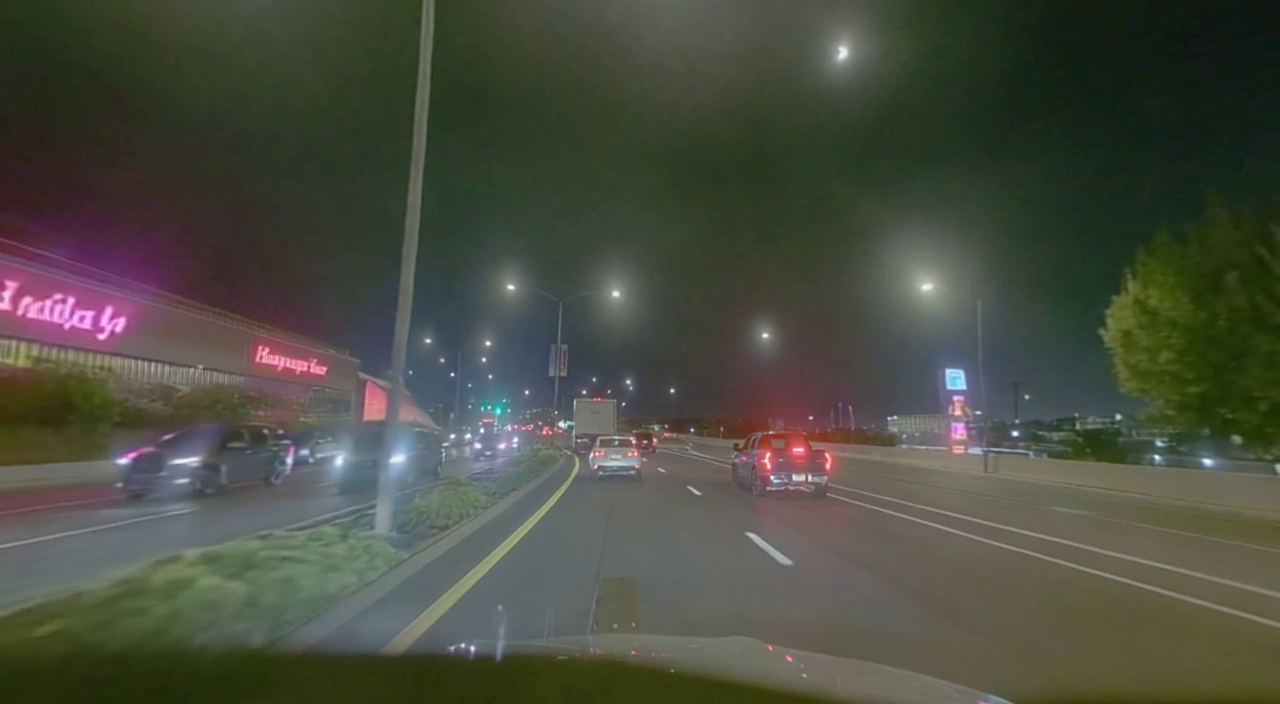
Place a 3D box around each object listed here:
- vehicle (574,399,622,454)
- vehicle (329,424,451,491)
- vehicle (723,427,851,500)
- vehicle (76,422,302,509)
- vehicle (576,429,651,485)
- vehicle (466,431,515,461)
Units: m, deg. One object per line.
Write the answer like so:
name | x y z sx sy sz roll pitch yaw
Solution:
vehicle | -3.068 5.253 43.973 2.917 3.482 6.946 1 -8 -7
vehicle | -6.768 2.871 17.578 1.966 1.616 4.038 1 -8 -4
vehicle | 3.310 2.568 15.012 1.889 1.480 3.876 1 -8 -4
vehicle | -9.837 2.474 14.312 2.091 1.642 4.299 0 -8 -3
vehicle | -0.839 3.029 18.600 1.991 1.472 3.518 1 -8 -4
vehicle | -8.229 5.177 35.033 2.007 1.532 4.266 1 -8 -5
